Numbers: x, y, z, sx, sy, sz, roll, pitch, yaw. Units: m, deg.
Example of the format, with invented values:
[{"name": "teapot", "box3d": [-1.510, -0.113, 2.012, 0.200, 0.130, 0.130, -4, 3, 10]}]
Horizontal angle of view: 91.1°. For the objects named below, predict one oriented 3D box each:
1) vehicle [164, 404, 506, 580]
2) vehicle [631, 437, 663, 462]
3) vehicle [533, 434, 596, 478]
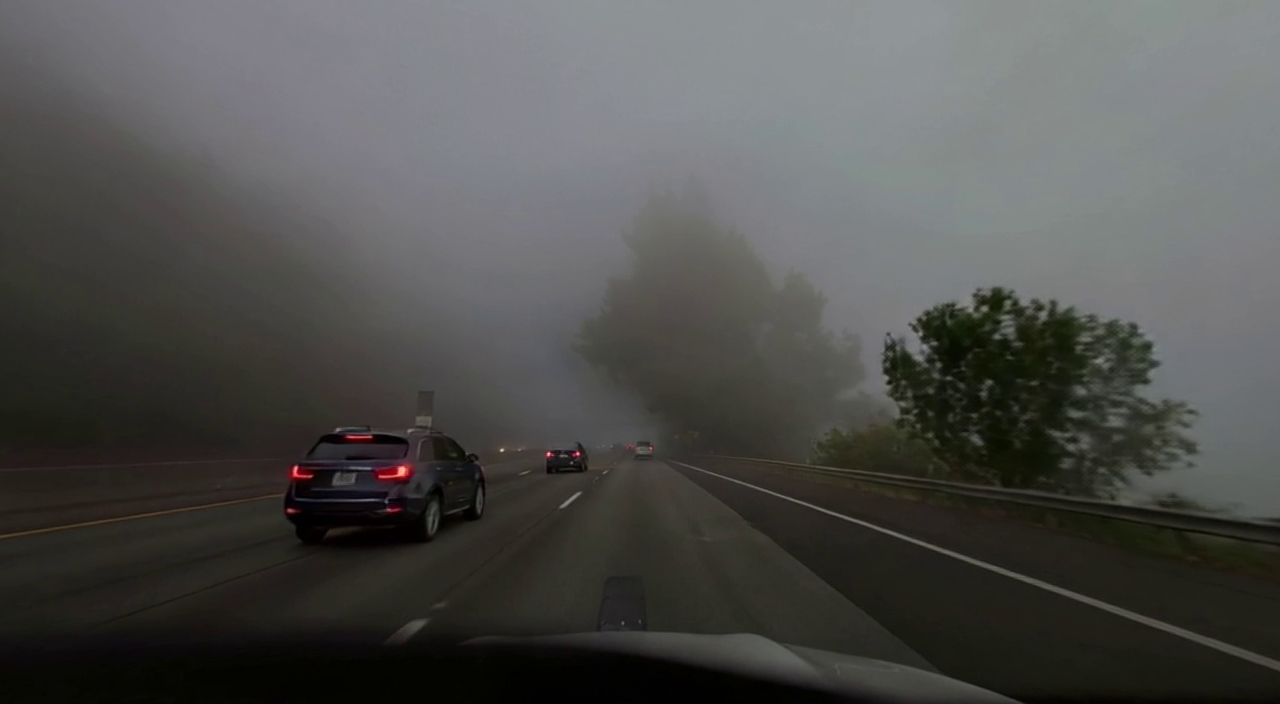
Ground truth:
[{"name": "vehicle", "box3d": [-3.474, 1.710, 8.627, 2.040, 1.672, 5.122, 0, -8, 1]}, {"name": "vehicle", "box3d": [0.529, 7.373, 47.471, 2.285, 1.797, 4.478, 0, -8, 0]}, {"name": "vehicle", "box3d": [-3.091, 4.351, 26.517, 2.056, 1.679, 4.204, 0, -8, 1]}]
